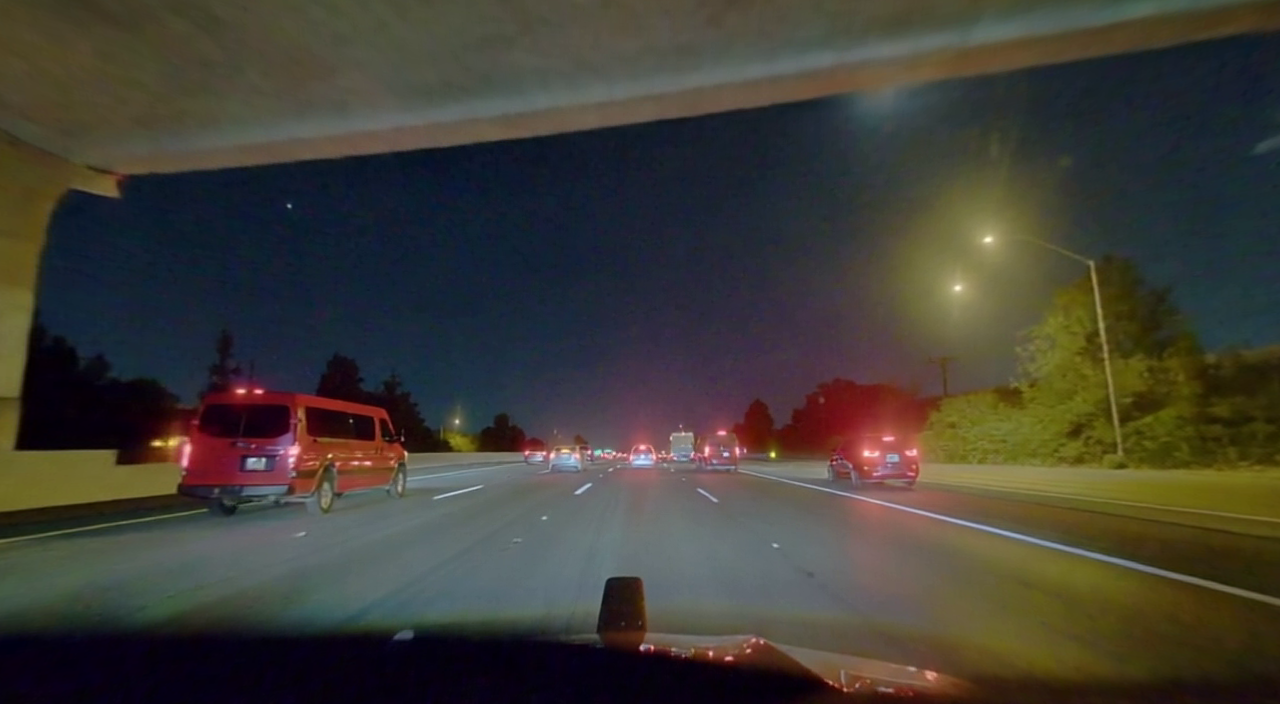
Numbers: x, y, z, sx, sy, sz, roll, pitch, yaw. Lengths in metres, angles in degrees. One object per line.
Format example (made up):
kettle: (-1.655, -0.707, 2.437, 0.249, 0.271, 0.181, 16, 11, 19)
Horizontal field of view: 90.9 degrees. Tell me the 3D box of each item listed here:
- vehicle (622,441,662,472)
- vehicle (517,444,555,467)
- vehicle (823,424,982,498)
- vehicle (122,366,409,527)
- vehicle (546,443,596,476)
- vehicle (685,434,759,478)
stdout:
vehicle: (0.115, 5.933, 36.024, 2.115, 1.617, 4.102, 0, -8, 0)
vehicle: (-7.459, 7.473, 45.635, 1.961, 1.562, 4.301, 0, -8, 1)
vehicle: (7.454, 3.175, 18.815, 2.304, 1.840, 5.706, 0, -8, 0)
vehicle: (-7.527, 2.062, 13.961, 2.336, 2.708, 6.421, 0, -8, 0)
vehicle: (-3.344, 5.288, 31.328, 1.970, 1.483, 4.071, -1, -8, 1)
vehicle: (3.720, 4.899, 30.019, 2.777, 1.895, 5.710, 0, -8, 0)
